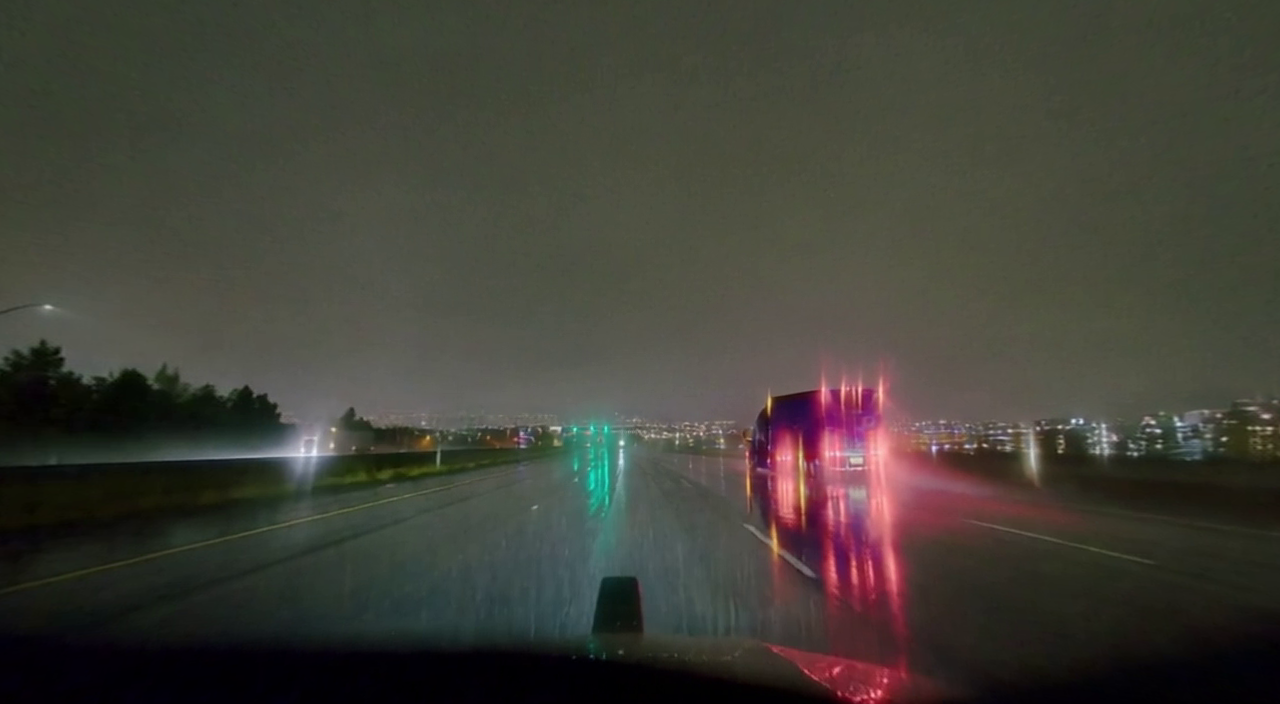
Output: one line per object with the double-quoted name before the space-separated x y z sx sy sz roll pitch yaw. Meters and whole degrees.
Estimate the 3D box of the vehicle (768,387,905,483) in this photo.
"vehicle" 6.939 3.196 23.678 2.627 3.011 7.287 0 -9 -1
